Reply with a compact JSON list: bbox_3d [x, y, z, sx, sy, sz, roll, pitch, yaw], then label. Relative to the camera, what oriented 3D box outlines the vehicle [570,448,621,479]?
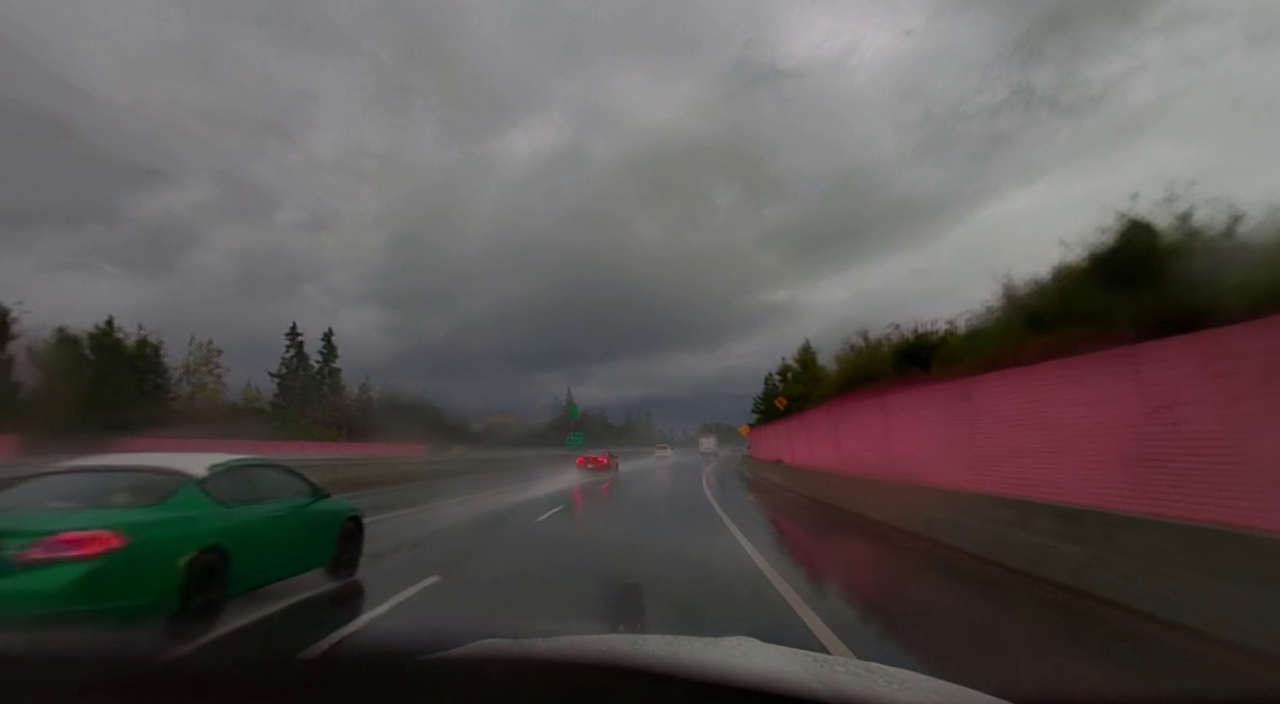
[{"bbox_3d":[-2.121,5.472,31.333,1.746,1.405,4.339,-1,-9,6],"label":"vehicle"}]

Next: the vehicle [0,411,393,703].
[{"bbox_3d":[-3.665,1.311,4.788,1.884,1.469,3.959,0,-9,1],"label":"vehicle"}]
